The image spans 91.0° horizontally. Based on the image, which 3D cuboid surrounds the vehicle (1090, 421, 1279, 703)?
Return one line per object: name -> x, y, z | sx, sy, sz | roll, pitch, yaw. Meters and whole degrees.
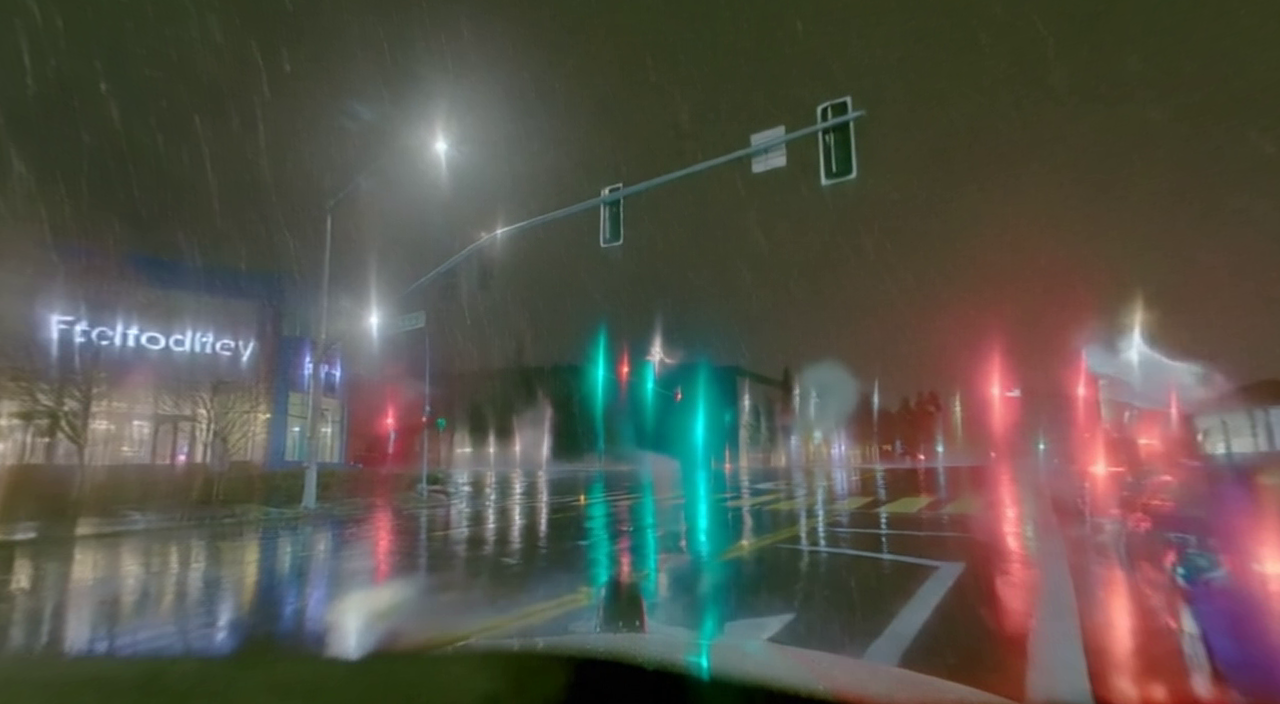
vehicle -> 4.312, 1.225, 3.922 | 1.872, 1.459, 4.483 | -5, -10, 29
